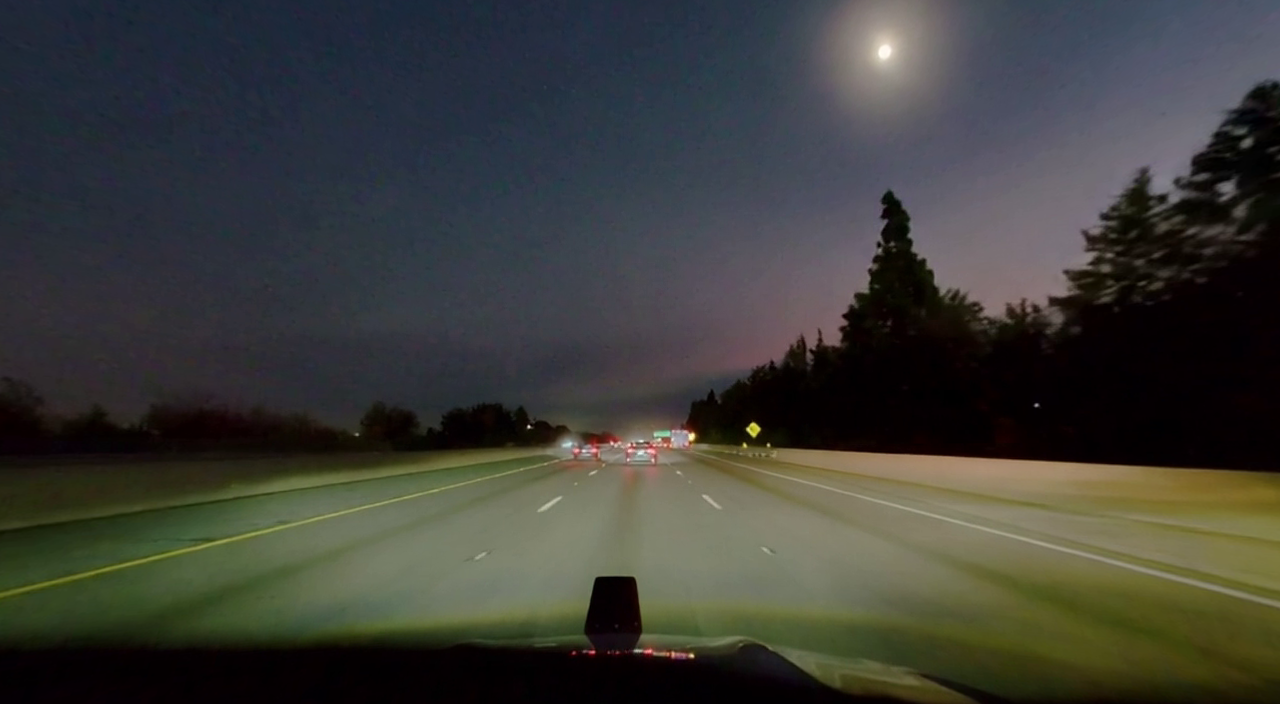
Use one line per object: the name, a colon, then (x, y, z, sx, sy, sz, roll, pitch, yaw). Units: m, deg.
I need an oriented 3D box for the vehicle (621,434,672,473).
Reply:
vehicle: (0.258, 4.365, 27.204, 2.049, 1.542, 3.816, 0, -8, 0)

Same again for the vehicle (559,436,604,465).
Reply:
vehicle: (-3.371, 5.759, 37.000, 2.066, 1.561, 4.495, 0, -8, 1)
